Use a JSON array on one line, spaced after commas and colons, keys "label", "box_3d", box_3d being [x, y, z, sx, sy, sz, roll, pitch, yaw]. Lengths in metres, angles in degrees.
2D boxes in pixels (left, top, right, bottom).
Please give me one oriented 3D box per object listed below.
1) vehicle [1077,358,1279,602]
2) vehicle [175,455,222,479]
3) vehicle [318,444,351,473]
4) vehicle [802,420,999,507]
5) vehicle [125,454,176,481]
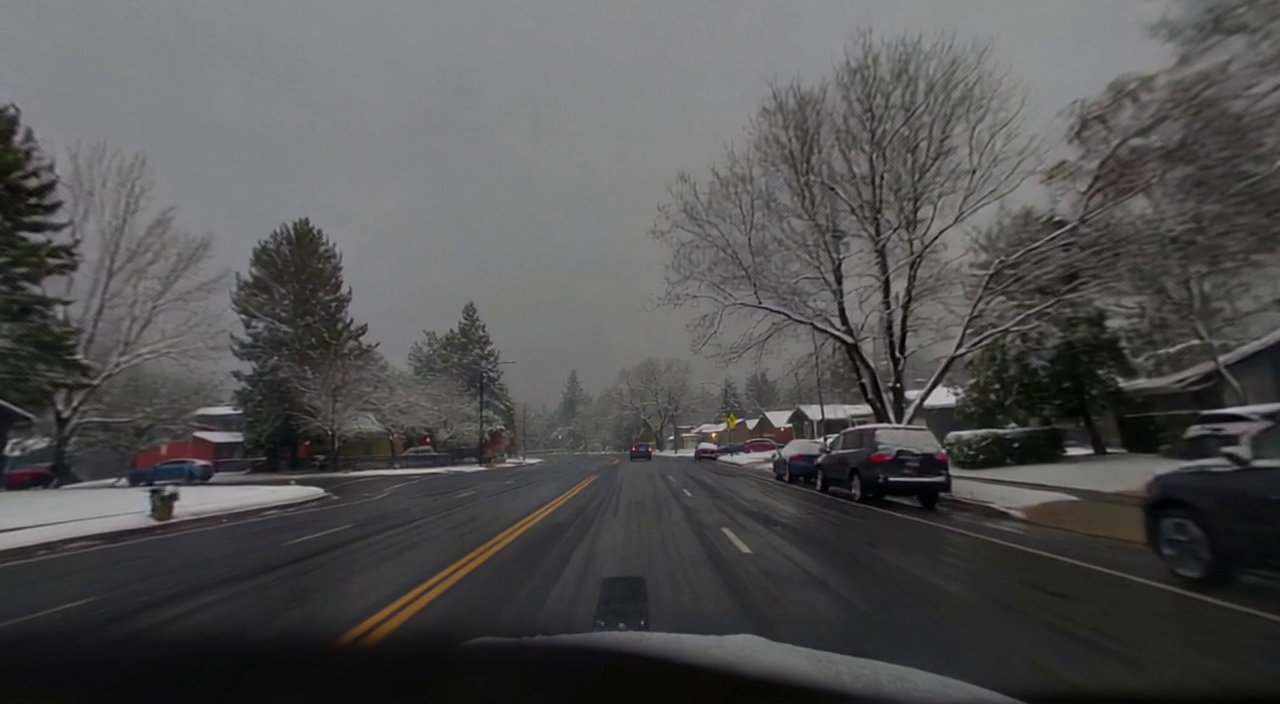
[{"label": "vehicle", "box_3d": [6.542, 0.992, 4.792, 2.260, 2.046, 5.766, -1, -8, 0]}, {"label": "vehicle", "box_3d": [-31.457, 8.194, 45.065, 1.866, 1.484, 4.553, 3, -9, -24]}, {"label": "vehicle", "box_3d": [-23.528, 8.195, 48.681, 2.083, 2.113, 4.490, 3, -9, -24]}, {"label": "vehicle", "box_3d": [6.627, 2.943, 17.160, 2.878, 1.927, 5.774, -1, -8, 0]}, {"label": "vehicle", "box_3d": [-34.033, 7.977, 43.890, 1.934, 1.689, 3.999, 4, -9, -26]}]
